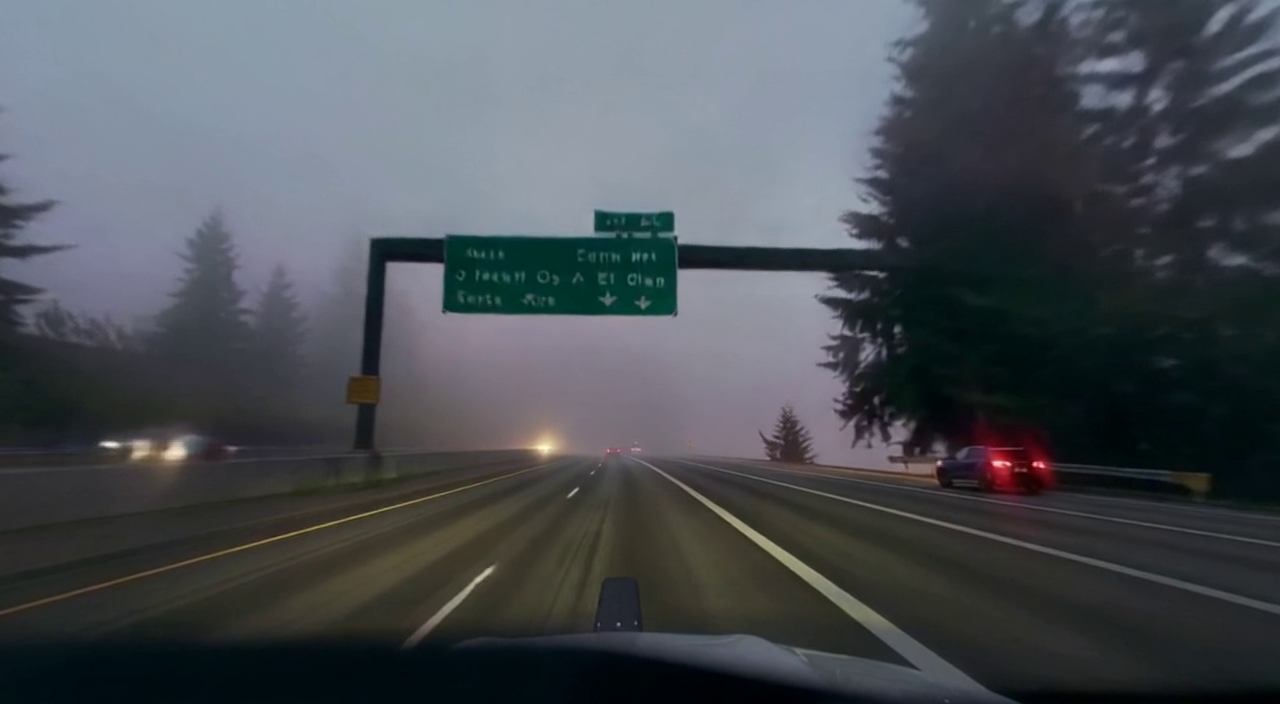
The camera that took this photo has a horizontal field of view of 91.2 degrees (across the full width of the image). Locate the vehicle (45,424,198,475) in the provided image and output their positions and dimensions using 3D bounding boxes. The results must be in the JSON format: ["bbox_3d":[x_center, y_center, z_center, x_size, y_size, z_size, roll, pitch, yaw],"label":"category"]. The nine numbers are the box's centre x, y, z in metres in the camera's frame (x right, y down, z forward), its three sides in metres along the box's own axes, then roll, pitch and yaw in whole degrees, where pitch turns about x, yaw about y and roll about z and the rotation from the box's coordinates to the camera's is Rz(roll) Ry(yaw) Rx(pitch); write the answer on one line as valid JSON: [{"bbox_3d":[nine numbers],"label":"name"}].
[{"bbox_3d":[-17.157,3.268,21.026,1.776,1.493,3.970,0,-9,-2],"label":"vehicle"}]

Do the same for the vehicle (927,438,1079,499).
[{"bbox_3d":[9.806,3.165,17.335,1.853,1.463,3.780,0,-9,-1],"label":"vehicle"}]
